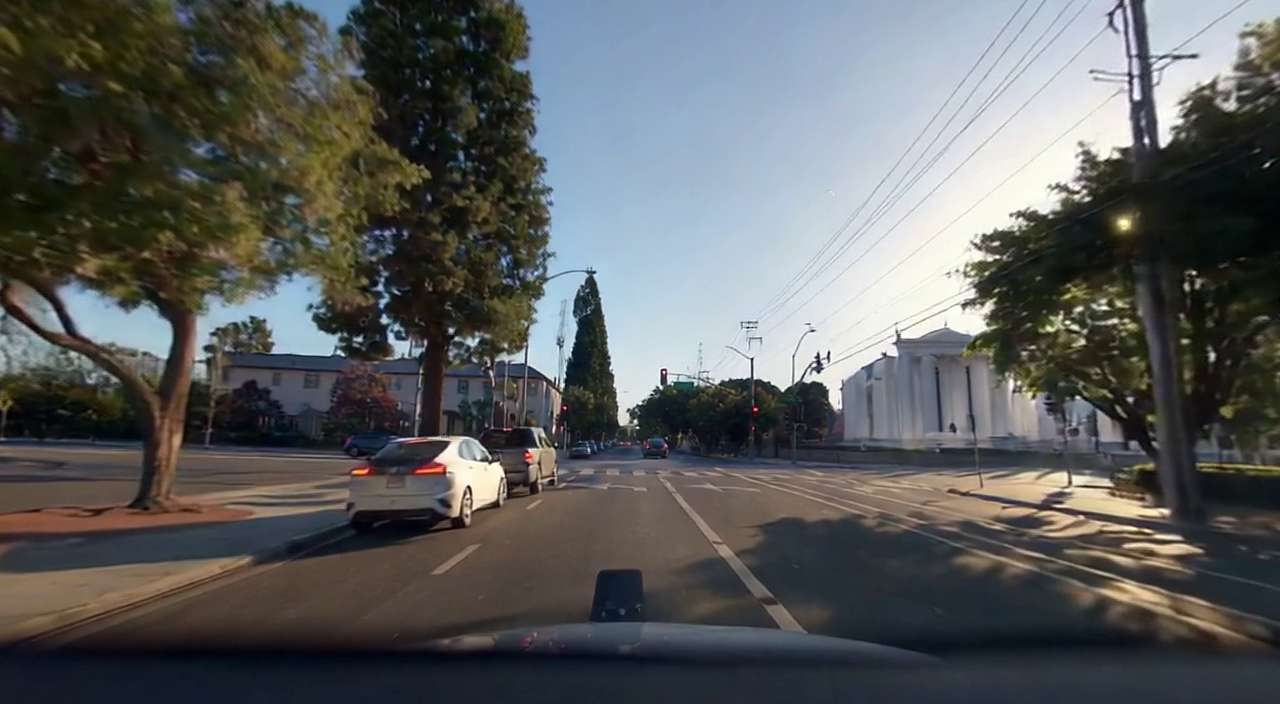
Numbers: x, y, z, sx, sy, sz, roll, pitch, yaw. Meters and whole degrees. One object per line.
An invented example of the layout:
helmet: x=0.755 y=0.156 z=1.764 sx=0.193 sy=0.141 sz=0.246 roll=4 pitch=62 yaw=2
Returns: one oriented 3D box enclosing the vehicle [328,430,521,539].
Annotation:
vehicle: x=-3.519 y=2.236 z=11.400 sx=1.855 sy=1.534 sz=4.644 roll=0 pitch=-8 yaw=0
